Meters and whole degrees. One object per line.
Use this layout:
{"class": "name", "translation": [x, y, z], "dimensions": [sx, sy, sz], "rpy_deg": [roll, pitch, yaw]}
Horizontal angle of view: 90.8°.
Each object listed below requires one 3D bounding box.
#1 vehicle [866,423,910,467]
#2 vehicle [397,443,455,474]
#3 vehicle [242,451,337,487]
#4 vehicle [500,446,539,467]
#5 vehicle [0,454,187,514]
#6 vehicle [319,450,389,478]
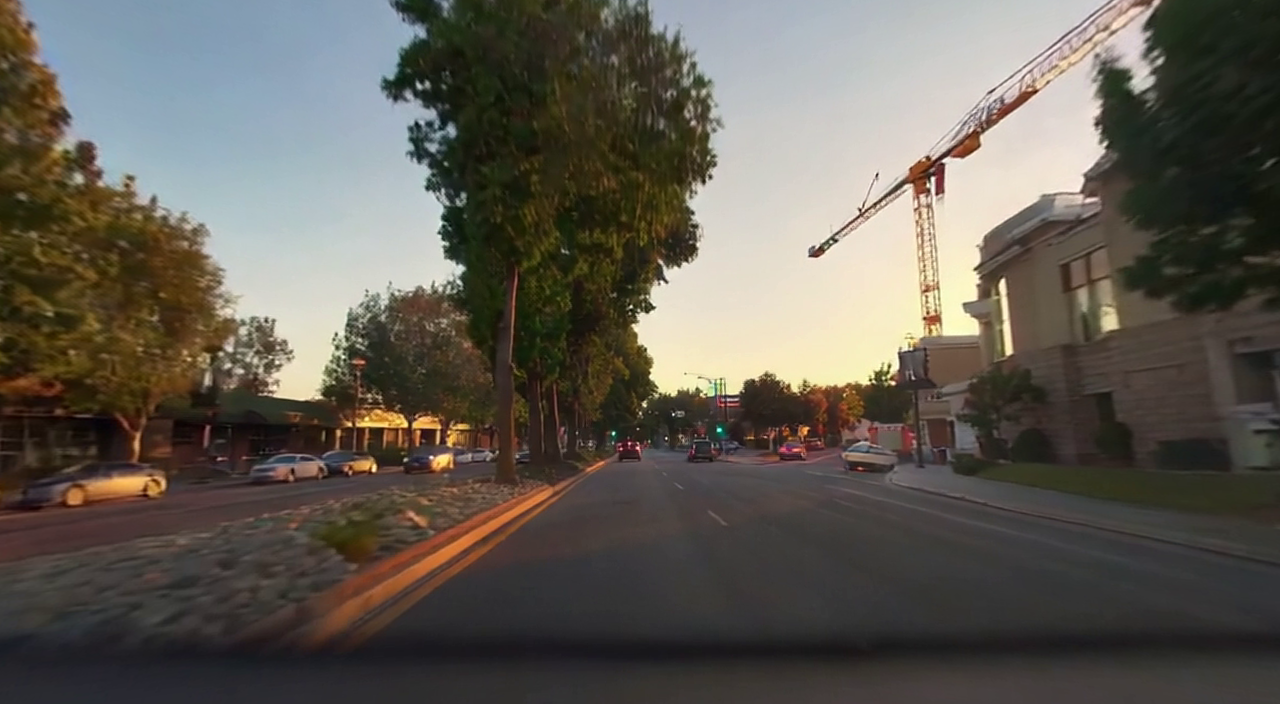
{"class": "vehicle", "translation": [16.838, 6.343, 43.147], "dimensions": [2.311, 2.722, 5.823], "rpy_deg": [-3, -9, 18]}
{"class": "vehicle", "translation": [-12.177, 6.045, 36.154], "dimensions": [1.883, 1.609, 4.102], "rpy_deg": [0, -8, 0]}
{"class": "vehicle", "translation": [-16.377, 5.441, 29.846], "dimensions": [1.856, 1.496, 4.686], "rpy_deg": [0, -8, -1]}
{"class": "vehicle", "translation": [-8.877, 7.690, 46.889], "dimensions": [1.960, 1.461, 4.433], "rpy_deg": [0, -8, 0]}
{"class": "vehicle", "translation": [-16.230, 3.852, 18.974], "dimensions": [1.829, 1.479, 4.646], "rpy_deg": [0, -8, -1]}
{"class": "vehicle", "translation": [-16.339, 6.382, 36.328], "dimensions": [1.852, 1.476, 4.704], "rpy_deg": [0, -8, 0]}
